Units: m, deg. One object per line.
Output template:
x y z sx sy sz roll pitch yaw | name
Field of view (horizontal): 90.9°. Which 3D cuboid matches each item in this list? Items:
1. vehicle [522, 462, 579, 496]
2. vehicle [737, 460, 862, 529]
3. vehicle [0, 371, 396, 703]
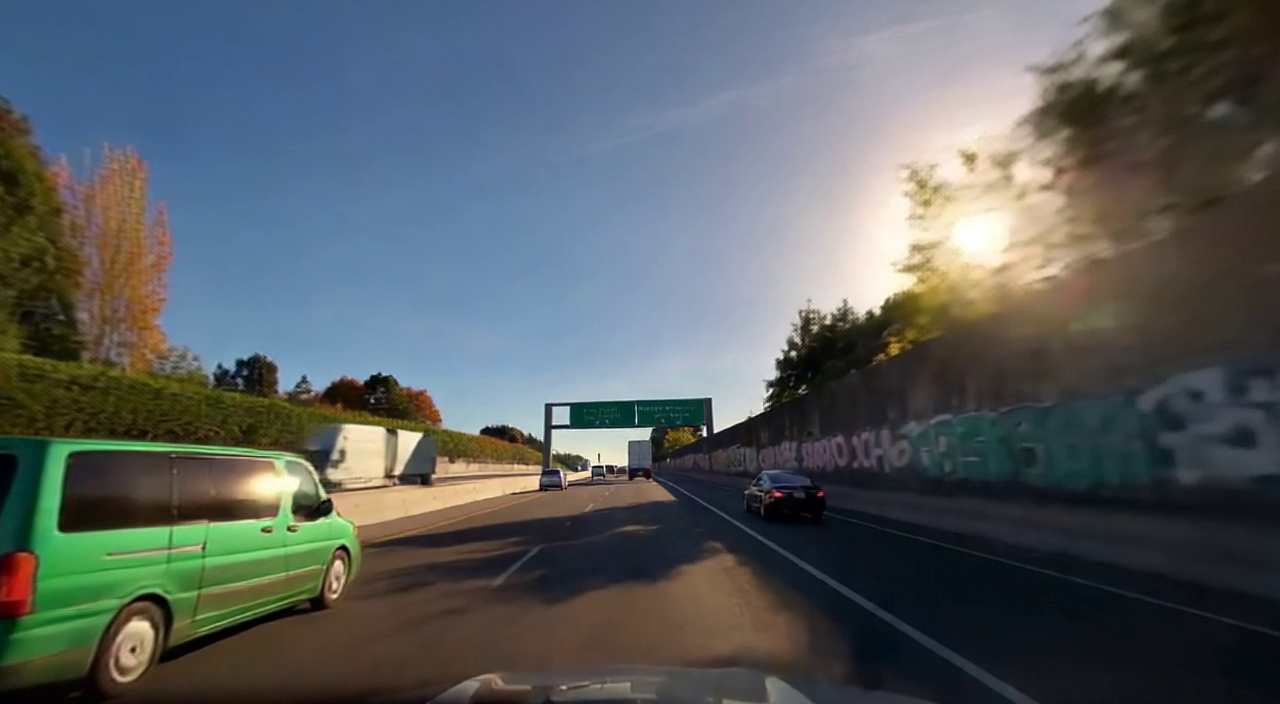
-4.126 5.941 29.666 2.054 1.443 4.131 1 -10 0 | vehicle
3.804 3.488 15.870 1.917 1.458 4.199 1 -10 -2 | vehicle
-3.441 1.156 3.917 2.004 1.610 4.508 1 -10 0 | vehicle
